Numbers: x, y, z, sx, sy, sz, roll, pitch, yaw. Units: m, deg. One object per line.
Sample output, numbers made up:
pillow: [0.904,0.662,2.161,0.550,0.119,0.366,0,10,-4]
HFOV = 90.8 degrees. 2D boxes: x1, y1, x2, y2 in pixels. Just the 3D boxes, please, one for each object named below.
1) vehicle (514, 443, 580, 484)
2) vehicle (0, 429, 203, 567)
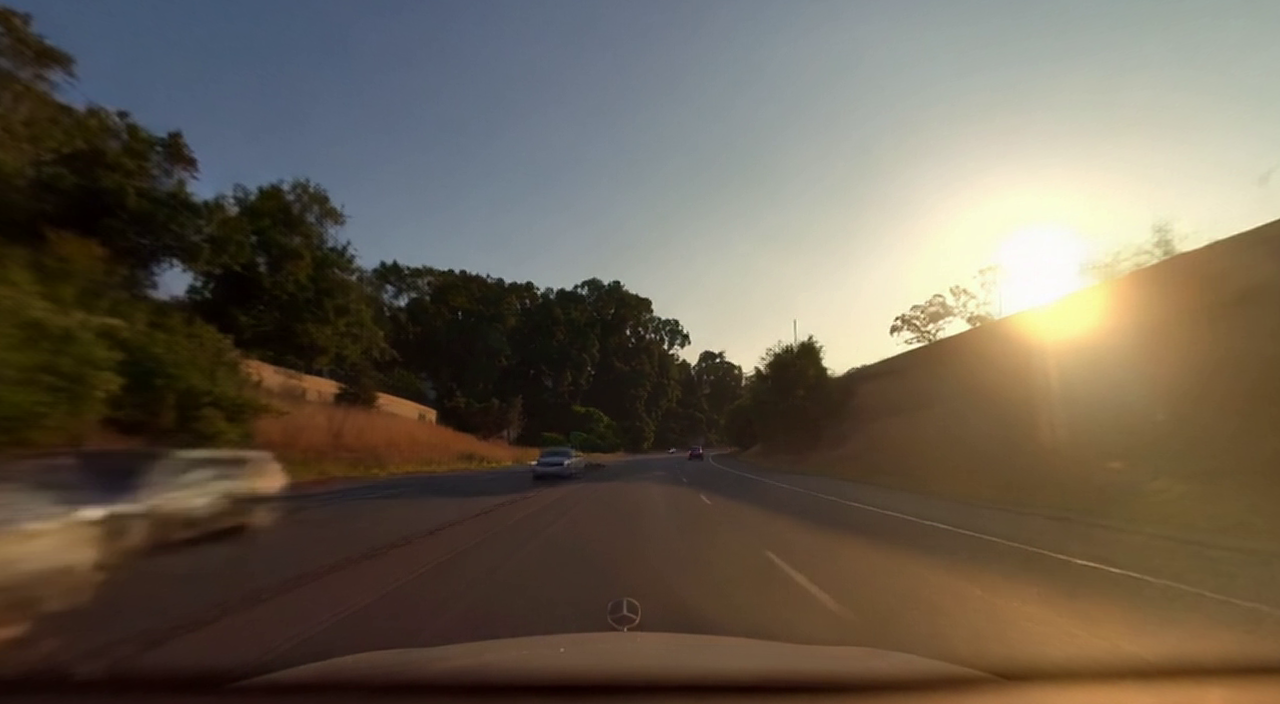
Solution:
vehicle: [-4.923,6.004,34.471,2.533,2.001,5.922,-1,-9,2]
vehicle: [-9.079,2.020,9.162,2.154,1.715,4.579,0,-9,0]
